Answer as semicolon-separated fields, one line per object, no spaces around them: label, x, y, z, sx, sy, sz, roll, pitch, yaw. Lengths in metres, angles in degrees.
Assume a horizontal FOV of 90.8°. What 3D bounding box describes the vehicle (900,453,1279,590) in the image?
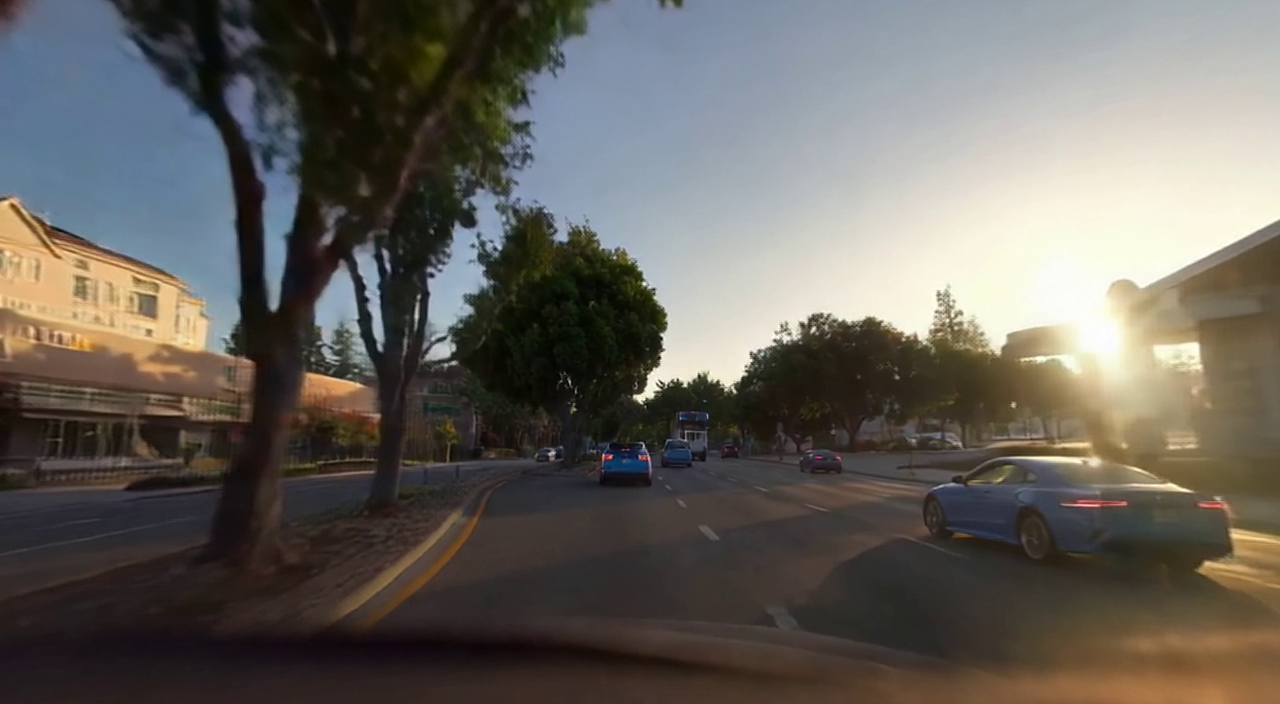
vehicle;5.534;1.991;8.323;2.258;1.294;4.312;0;-9;-2

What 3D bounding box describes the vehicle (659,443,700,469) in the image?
vehicle;2.307;6.314;38.279;2.078;1.471;4.142;0;-9;-2

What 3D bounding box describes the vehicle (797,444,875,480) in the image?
vehicle;8.776;4.985;28.738;2.045;1.484;4.342;0;-9;-1

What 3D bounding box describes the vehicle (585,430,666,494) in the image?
vehicle;-0.469;3.405;19.808;2.266;1.762;4.131;0;-9;-2
